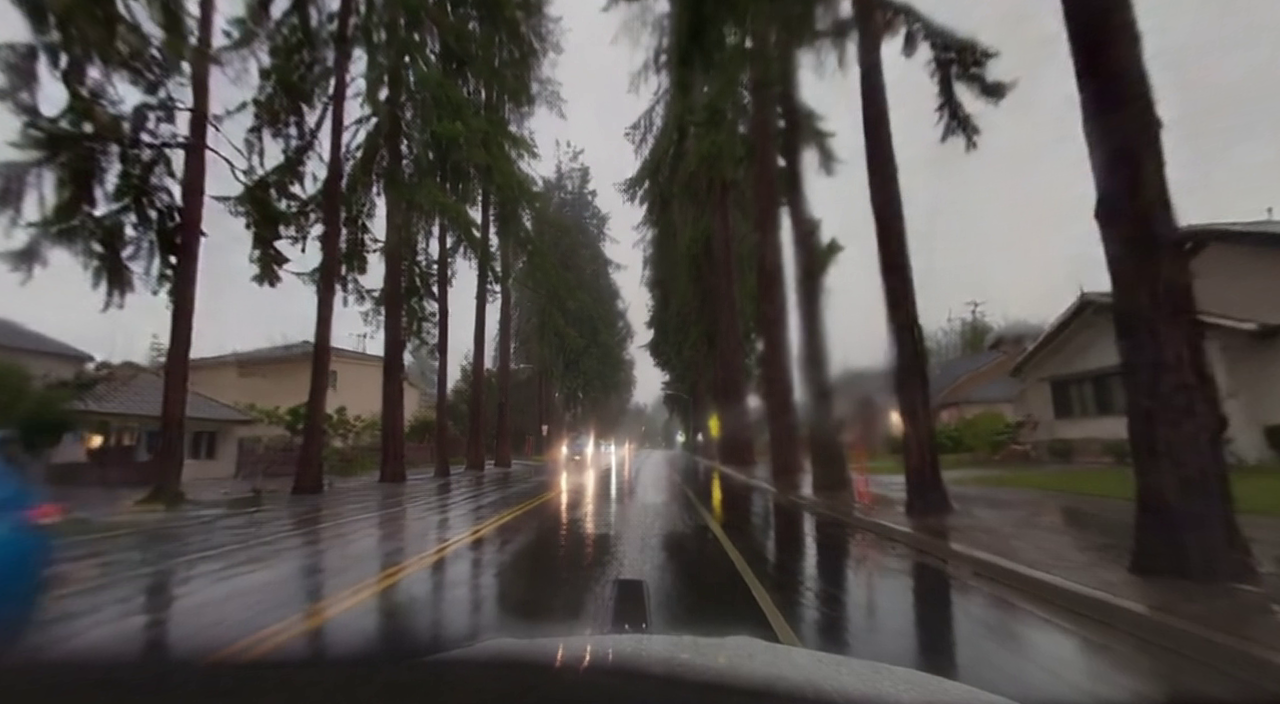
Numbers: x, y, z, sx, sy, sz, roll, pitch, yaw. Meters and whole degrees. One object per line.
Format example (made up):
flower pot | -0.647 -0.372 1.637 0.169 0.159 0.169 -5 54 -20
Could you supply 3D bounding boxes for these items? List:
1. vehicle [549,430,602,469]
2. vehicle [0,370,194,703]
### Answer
vehicle | -3.702 5.760 37.331 2.417 2.088 5.780 0 -8 1
vehicle | -4.302 0.838 2.171 2.041 1.780 4.618 0 -8 1
